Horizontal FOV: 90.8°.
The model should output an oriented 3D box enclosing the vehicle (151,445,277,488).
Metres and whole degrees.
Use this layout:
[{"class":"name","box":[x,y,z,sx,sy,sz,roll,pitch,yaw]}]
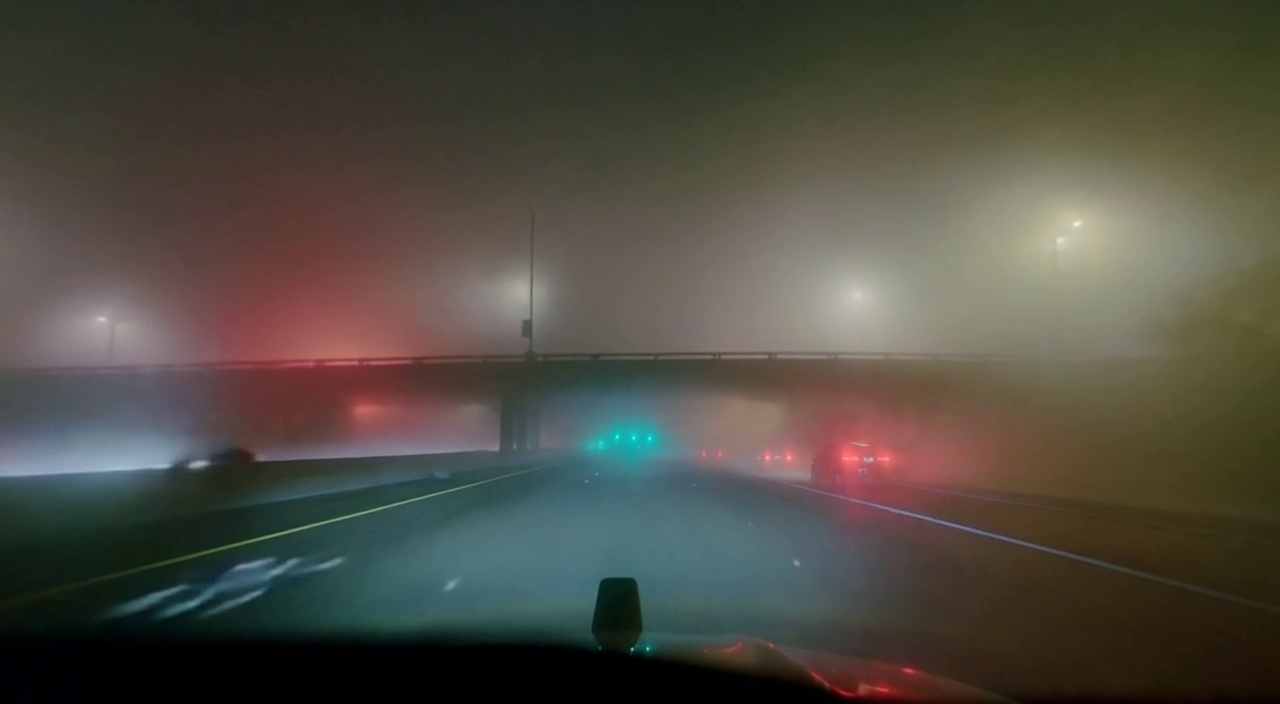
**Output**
[{"class":"vehicle","box":[-17.513,4.709,26.322,2.005,1.616,4.669,0,-9,0]}]
